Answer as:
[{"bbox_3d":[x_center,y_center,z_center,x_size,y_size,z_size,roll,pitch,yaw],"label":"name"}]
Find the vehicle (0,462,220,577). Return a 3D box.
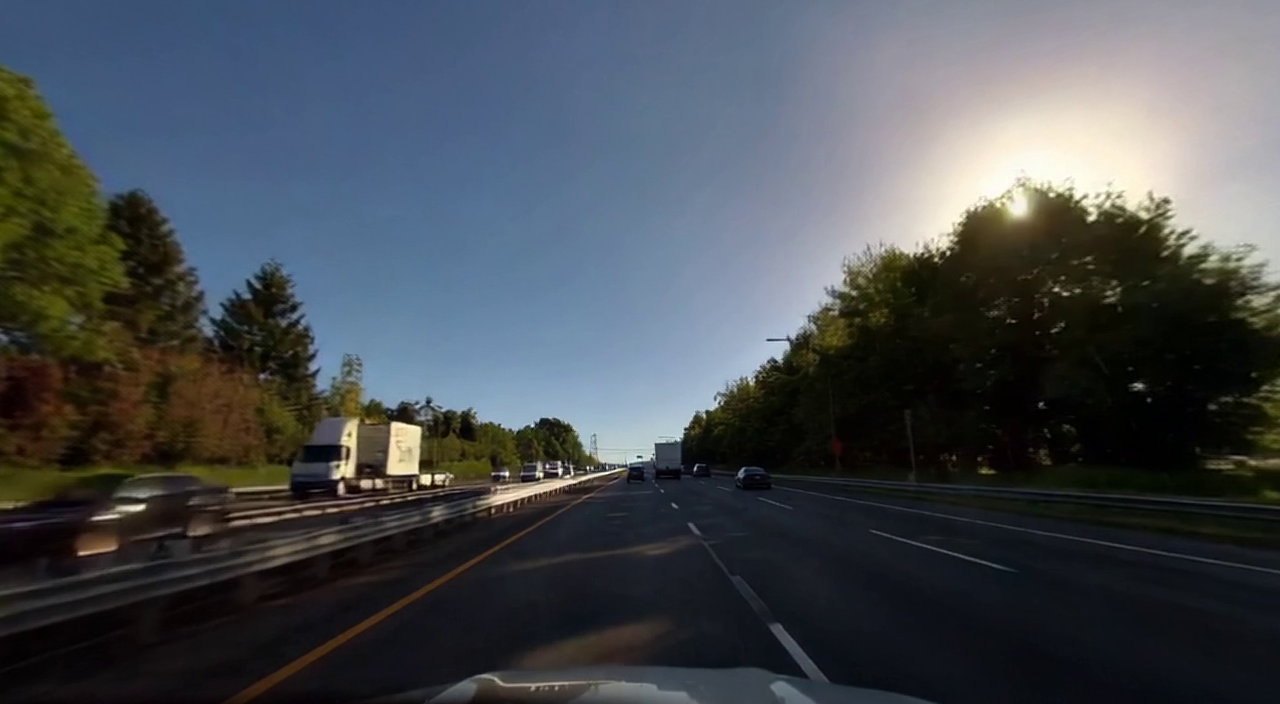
[{"bbox_3d":[-9.545,2.619,10.513,1.931,1.502,4.561,1,-10,-1],"label":"vehicle"}]

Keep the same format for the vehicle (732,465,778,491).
[{"bbox_3d":[7.071,7.820,39.217,1.977,1.494,4.311,1,-10,-1],"label":"vehicle"}]

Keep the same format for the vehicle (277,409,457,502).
[{"bbox_3d":[-14.111,5.952,35.379,2.881,3.936,16.436,1,-10,0],"label":"vehicle"}]
